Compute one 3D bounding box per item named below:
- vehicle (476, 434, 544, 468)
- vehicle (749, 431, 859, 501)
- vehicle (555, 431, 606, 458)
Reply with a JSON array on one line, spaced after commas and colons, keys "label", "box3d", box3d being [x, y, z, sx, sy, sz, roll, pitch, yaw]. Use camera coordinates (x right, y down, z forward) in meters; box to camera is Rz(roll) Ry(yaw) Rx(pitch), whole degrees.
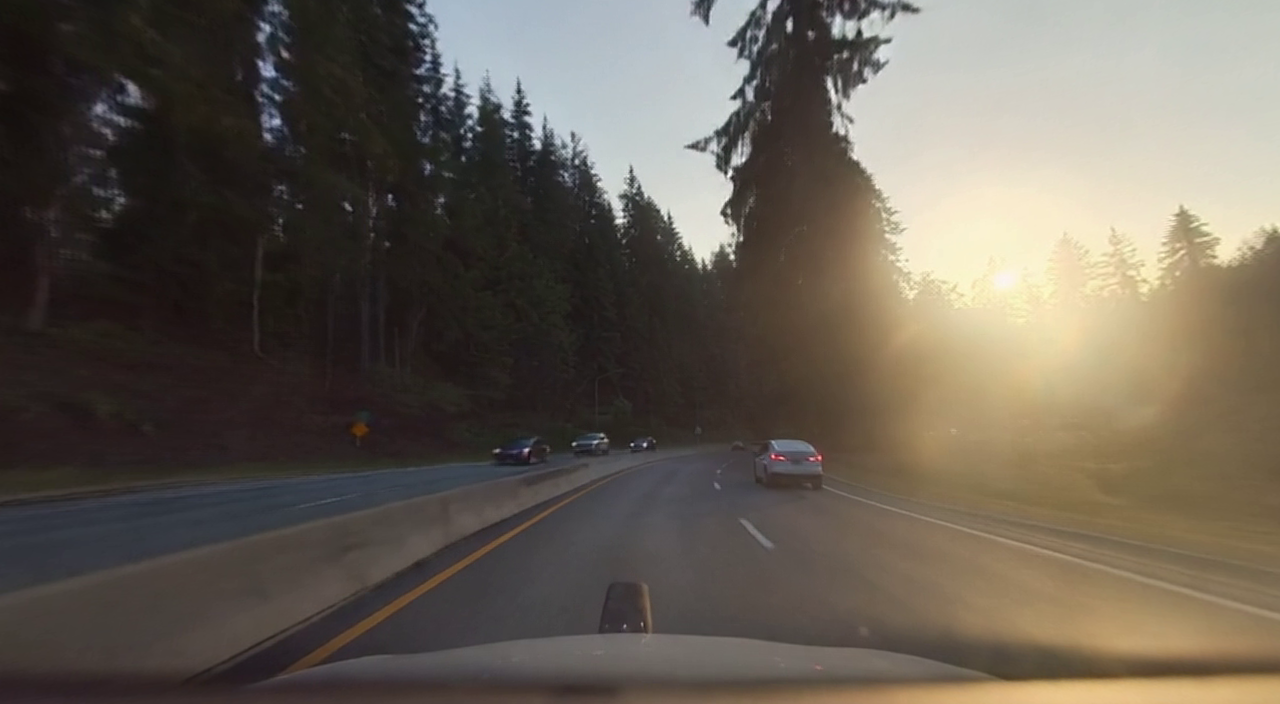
[{"label": "vehicle", "box3d": [-6.143, 4.738, 30.320, 1.814, 1.508, 4.342, -1, -8, 8]}, {"label": "vehicle", "box3d": [4.421, 3.137, 17.796, 2.112, 1.708, 4.380, 0, -8, 3]}, {"label": "vehicle", "box3d": [-4.054, 6.415, 43.670, 2.222, 1.768, 4.699, -1, -9, 11]}]
